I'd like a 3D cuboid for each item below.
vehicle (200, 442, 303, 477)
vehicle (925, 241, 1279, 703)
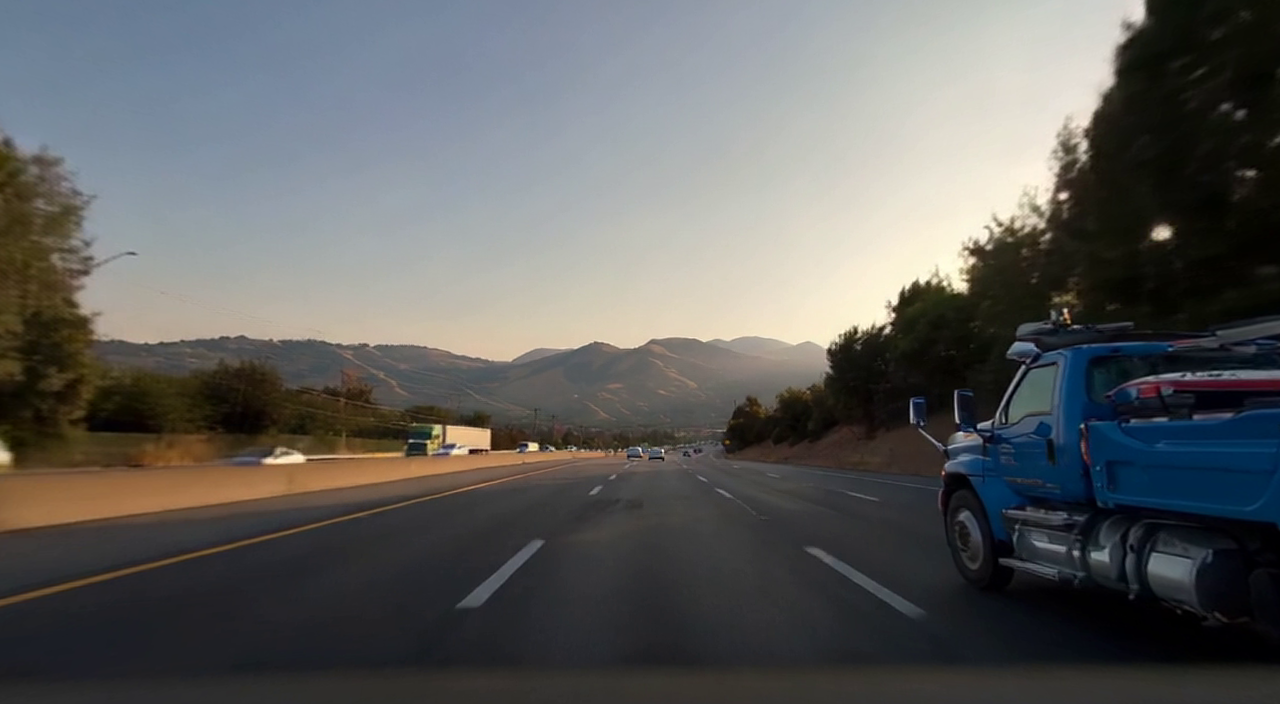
[{"bbox_3d":[-18.017,4.988,29.421,1.858,1.470,4.539,0,-8,2],"label":"vehicle"},{"bbox_3d":[3.867,0.643,2.331,2.538,2.228,6.370,0,-8,-1],"label":"vehicle"}]
